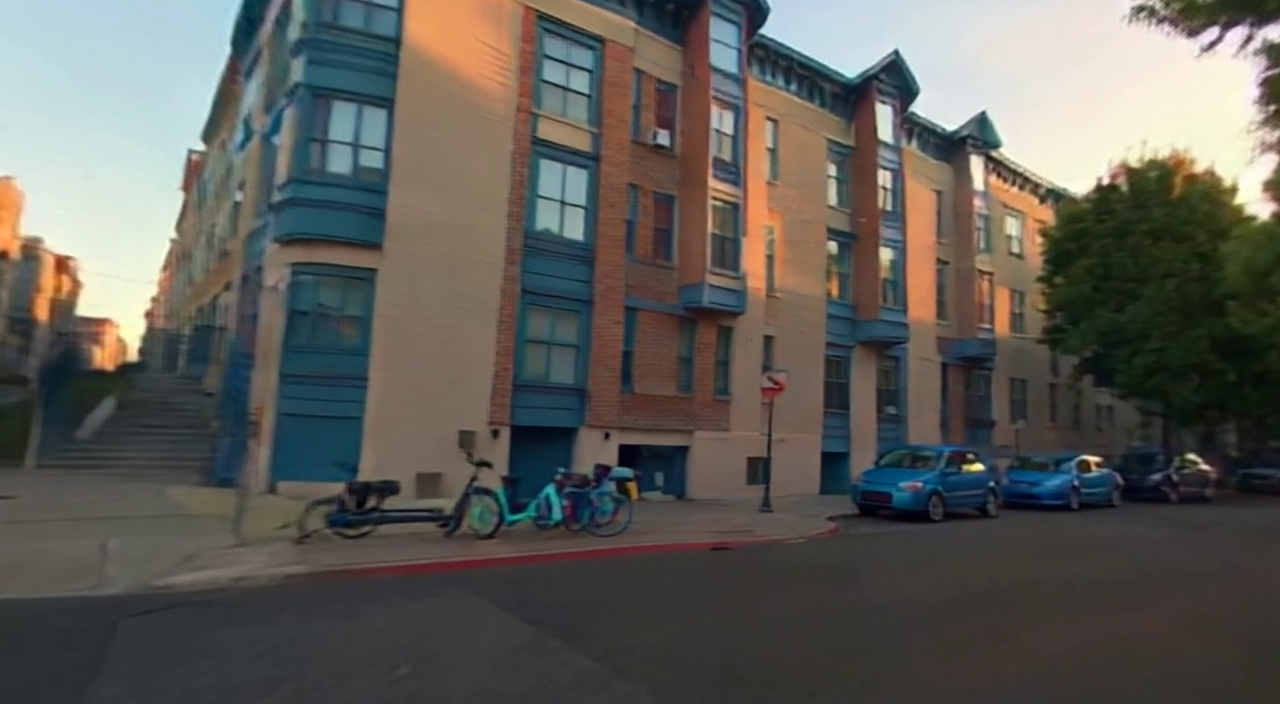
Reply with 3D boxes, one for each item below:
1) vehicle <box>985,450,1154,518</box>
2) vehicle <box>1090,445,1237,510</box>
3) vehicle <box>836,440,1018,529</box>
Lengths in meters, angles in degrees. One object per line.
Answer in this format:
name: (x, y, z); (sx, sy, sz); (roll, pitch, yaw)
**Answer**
vehicle: (10.716, 3.166, 15.614); (4.294, 1.427, 1.830); (5, -9, -32)
vehicle: (15.274, 3.554, 18.311); (4.302, 1.629, 1.942); (5, -9, -32)
vehicle: (5.789, 2.554, 12.634); (3.414, 1.519, 1.719); (6, -9, -34)
